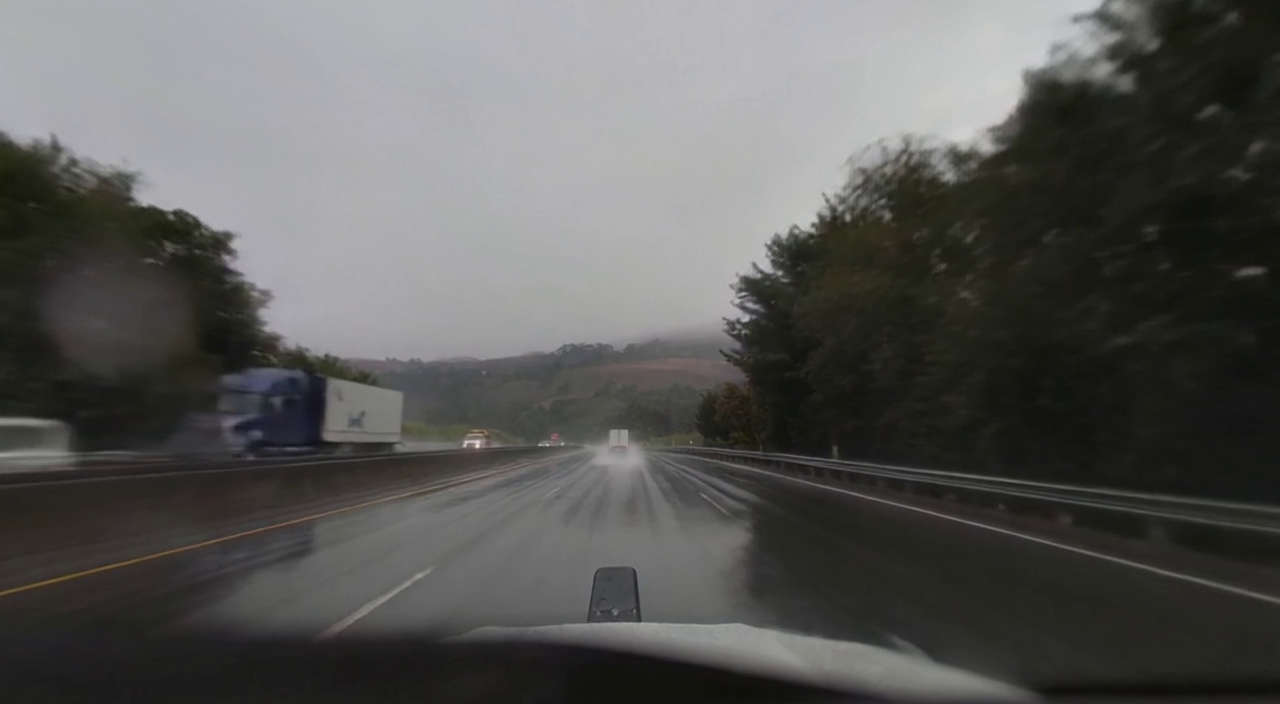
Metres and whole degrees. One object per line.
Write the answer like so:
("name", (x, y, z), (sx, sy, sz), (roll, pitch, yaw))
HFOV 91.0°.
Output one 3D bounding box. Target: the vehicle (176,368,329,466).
("vehicle", (-16.794, 2.968, 27.913), (2.988, 3.840, 5.931), (-1, -8, -1))
